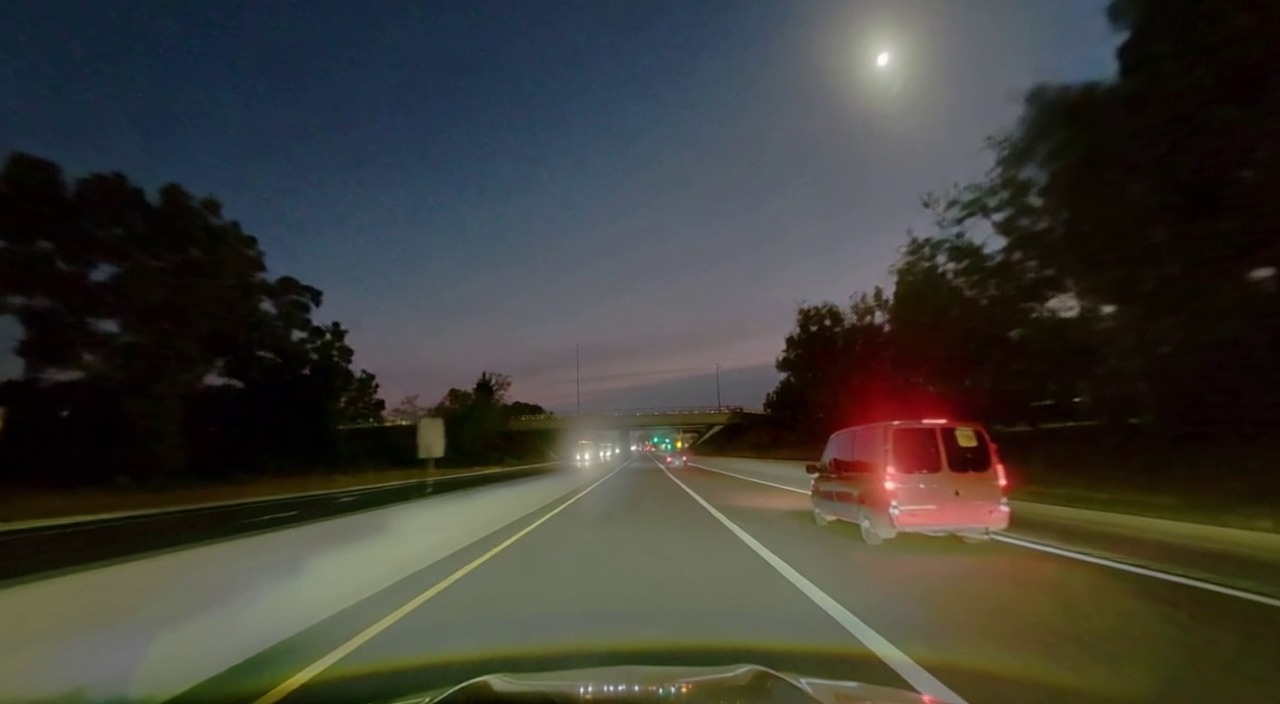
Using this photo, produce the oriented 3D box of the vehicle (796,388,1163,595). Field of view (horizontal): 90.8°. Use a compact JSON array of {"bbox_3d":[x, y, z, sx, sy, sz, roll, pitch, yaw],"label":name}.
[{"bbox_3d":[3.978,1.773,8.900,2.152,1.998,5.380,0,-9,0],"label":"vehicle"}]
